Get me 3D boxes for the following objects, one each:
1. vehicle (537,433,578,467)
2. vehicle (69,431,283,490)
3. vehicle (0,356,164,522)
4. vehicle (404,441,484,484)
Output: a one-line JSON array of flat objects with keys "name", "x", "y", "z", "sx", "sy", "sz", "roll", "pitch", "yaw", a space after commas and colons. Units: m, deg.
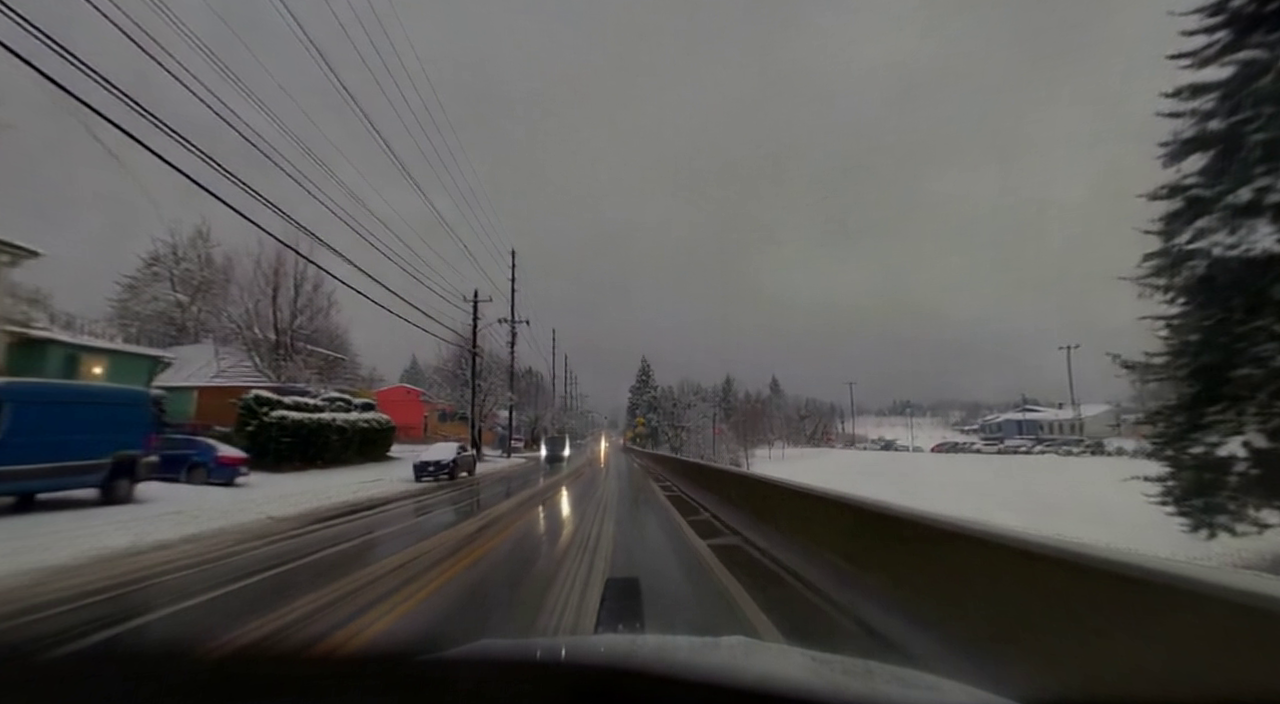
[{"name": "vehicle", "x": -4.904, "y": 5.904, "z": 38.083, "sx": 2.057, "sy": 1.905, "sz": 4.670, "roll": 0, "pitch": -8, "yaw": -2}, {"name": "vehicle", "x": -13.286, "y": 3.118, "z": 18.369, "sx": 4.524, "sy": 1.592, "sz": 1.955, "roll": 1, "pitch": -9, "yaw": -6}, {"name": "vehicle", "x": -11.787, "y": 1.612, "z": 11.499, "sx": 2.451, "sy": 2.641, "sz": 5.869, "roll": 1, "pitch": -9, "yaw": -10}, {"name": "vehicle", "x": -7.674, "y": 4.367, "z": 25.287, "sx": 1.863, "sy": 1.522, "sz": 4.901, "roll": 0, "pitch": -8, "yaw": -3}]
